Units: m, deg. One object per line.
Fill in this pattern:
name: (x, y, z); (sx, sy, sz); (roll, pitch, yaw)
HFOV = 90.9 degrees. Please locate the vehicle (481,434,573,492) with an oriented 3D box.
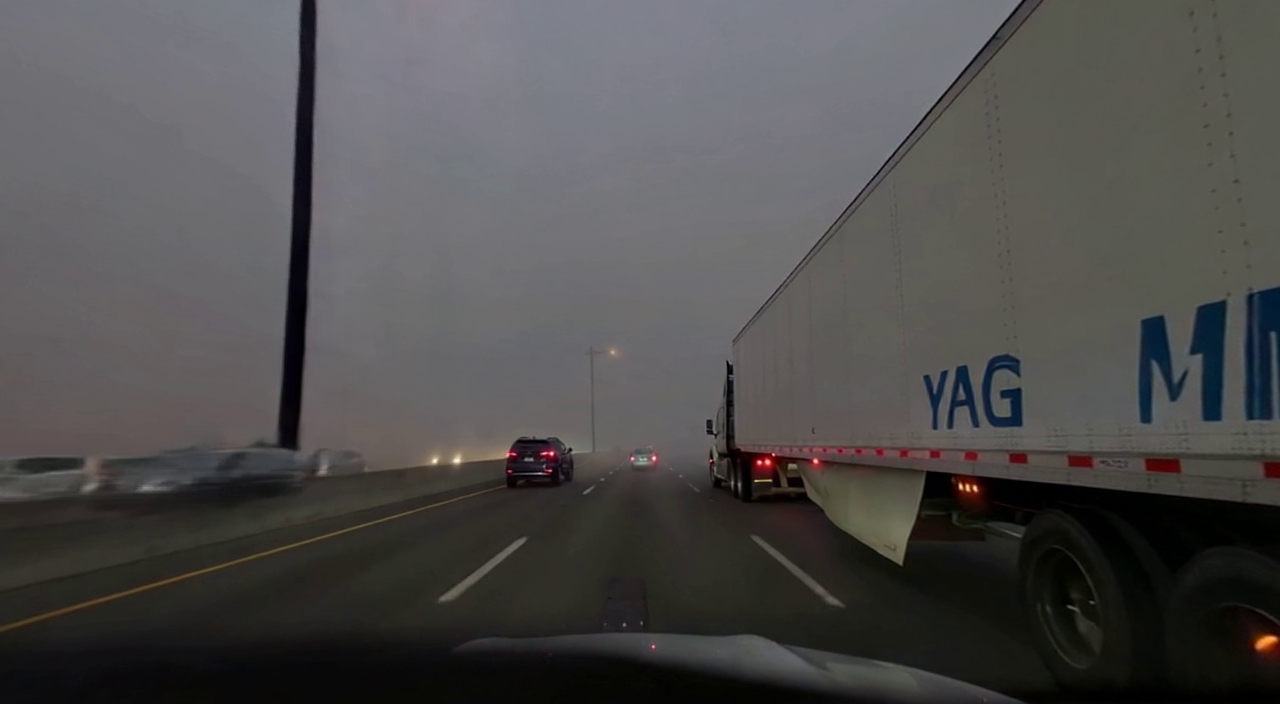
vehicle: (-3.697, 3.755, 21.684); (2.091, 1.722, 4.974); (0, -9, 2)

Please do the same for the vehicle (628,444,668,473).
vehicle: (0.409, 5.738, 34.300); (2.063, 1.469, 4.208); (0, -9, 0)

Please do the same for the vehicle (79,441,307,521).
vehicle: (-9.596, 2.771, 14.118); (1.910, 1.496, 4.323); (0, -9, 0)

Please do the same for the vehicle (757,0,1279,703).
vehicle: (3.872, 0.289, 6.981); (2.821, 4.077, 12.562); (0, -9, 0)

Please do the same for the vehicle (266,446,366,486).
vehicle: (-16.079, 5.670, 31.728); (2.097, 1.801, 5.408); (0, -9, 1)
